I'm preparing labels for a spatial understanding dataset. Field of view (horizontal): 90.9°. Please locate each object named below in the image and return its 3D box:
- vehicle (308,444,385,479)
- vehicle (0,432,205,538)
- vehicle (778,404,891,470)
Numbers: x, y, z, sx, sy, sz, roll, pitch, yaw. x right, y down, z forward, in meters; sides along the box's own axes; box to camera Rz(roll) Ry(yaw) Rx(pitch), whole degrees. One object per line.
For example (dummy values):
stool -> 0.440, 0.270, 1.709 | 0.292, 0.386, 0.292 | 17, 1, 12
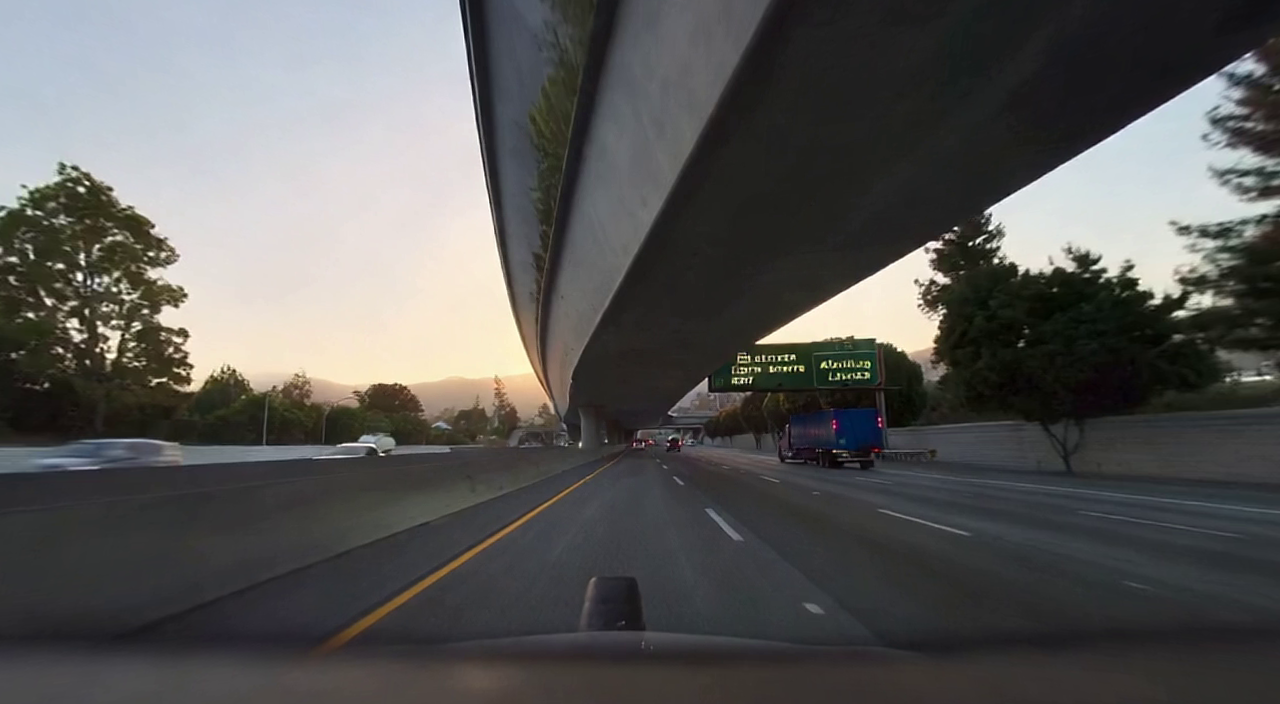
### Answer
vehicle -> -13.990, 5.201, 30.317 | 1.794, 1.548, 3.897 | 0, -8, 0
vehicle -> -10.400, 2.319, 11.638 | 1.810, 1.593, 3.998 | 0, -8, 1
vehicle -> 10.850, 5.019, 36.763 | 2.960, 3.207, 10.950 | 0, -8, -1
